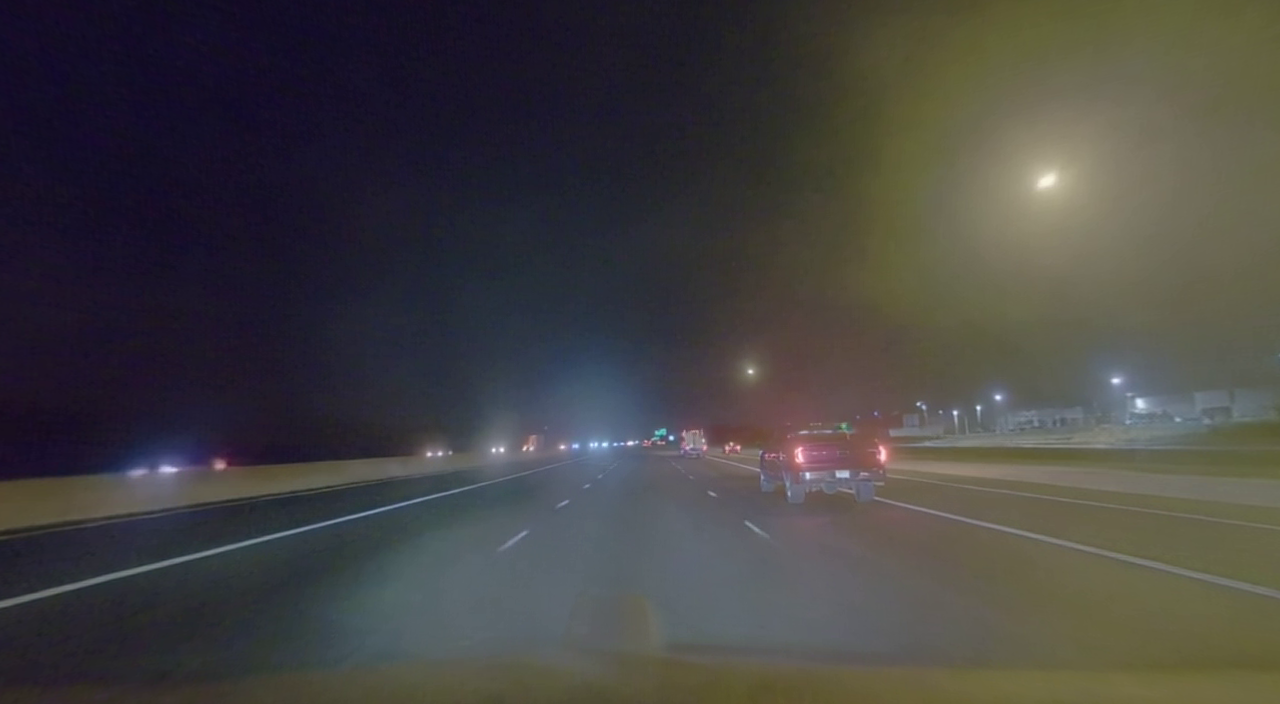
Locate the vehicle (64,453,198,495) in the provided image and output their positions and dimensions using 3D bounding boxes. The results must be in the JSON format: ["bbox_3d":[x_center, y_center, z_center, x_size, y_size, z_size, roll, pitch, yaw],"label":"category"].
[{"bbox_3d":[-20.403,4.886,25.574,1.831,1.468,4.299,0,-8,0],"label":"vehicle"}]
